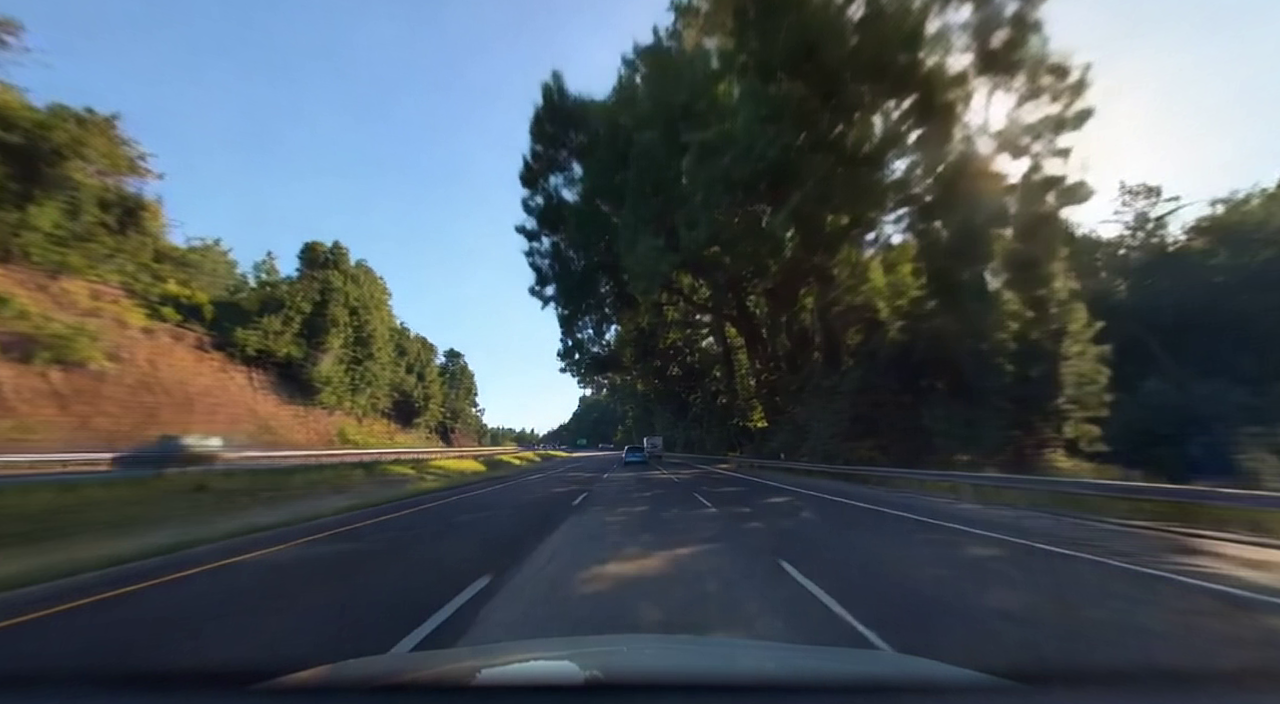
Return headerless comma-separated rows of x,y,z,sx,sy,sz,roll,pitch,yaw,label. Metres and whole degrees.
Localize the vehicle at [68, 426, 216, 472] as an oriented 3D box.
-18.915,3.733,24.302,1.945,1.560,4.573,0,-9,0,vehicle
